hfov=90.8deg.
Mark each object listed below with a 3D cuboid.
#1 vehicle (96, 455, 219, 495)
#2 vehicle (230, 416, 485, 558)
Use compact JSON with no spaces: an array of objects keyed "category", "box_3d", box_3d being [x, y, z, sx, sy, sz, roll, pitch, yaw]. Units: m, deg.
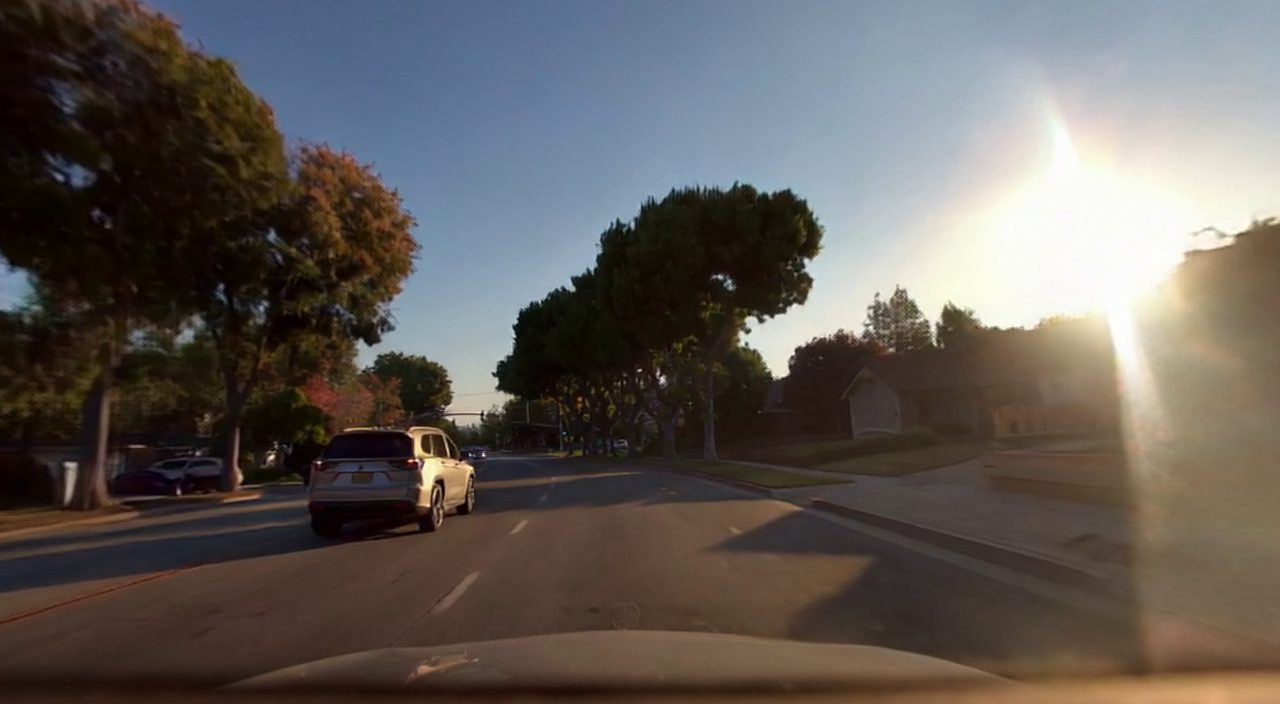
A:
[{"category":"vehicle","box_3d":[-25.625,6.506,33.715,4.809,1.471,2.012,-5,-8,-10]},{"category":"vehicle","box_3d":[-4.099,2.028,10.237,2.175,1.772,4.442,0,-8,-2]}]
